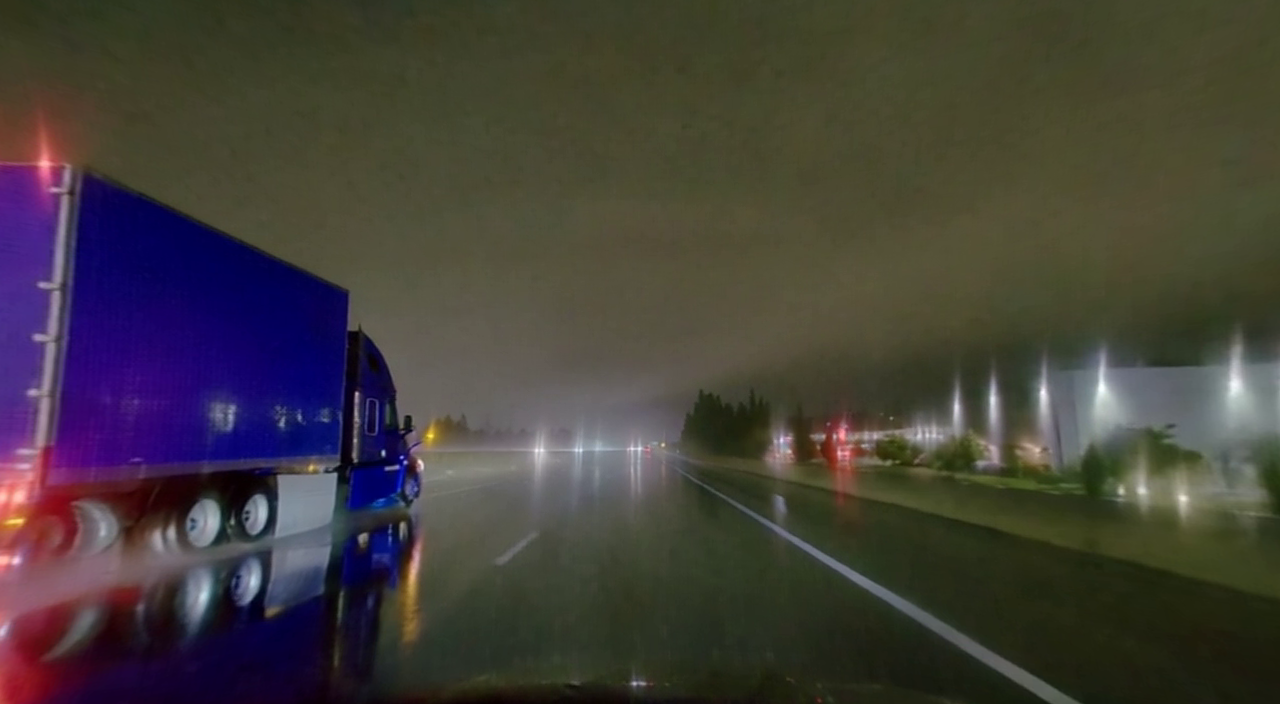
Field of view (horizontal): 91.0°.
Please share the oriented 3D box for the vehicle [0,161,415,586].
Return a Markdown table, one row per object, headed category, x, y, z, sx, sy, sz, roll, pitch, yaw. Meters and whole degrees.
| category | x | y | z | sx | sy | sz | roll | pitch | yaw |
| --- | --- | --- | --- | --- | --- | --- | --- | --- | --- |
| vehicle | -6.880 | 0.749 | 10.099 | 2.996 | 3.947 | 8.600 | 1 | -9 | 2 |
